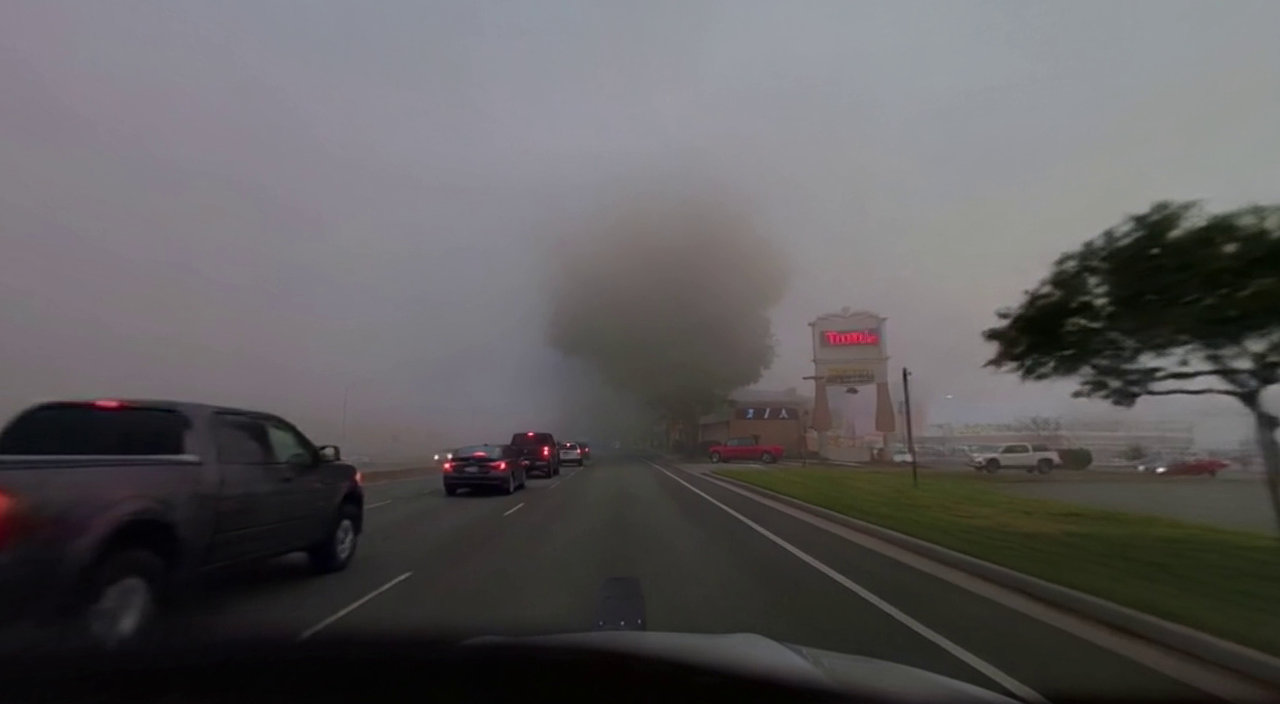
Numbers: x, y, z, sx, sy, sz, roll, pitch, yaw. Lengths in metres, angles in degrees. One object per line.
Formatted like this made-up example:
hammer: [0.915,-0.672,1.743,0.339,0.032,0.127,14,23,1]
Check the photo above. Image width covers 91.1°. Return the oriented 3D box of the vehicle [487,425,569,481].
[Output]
vehicle: [-4.712,4.372,27.501,2.664,2.122,6.124,0,-8,-2]

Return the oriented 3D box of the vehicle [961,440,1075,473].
vehicle: [21.789,6.041,36.405,5.120,1.817,2.154,-1,-8,8]

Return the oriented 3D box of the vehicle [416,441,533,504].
vehicle: [-4.155,3.082,16.606,2.113,1.446,4.309,0,-8,-3]

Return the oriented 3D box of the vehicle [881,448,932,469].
vehicle: [19.383,7.751,45.848,1.646,1.418,3.910,1,-8,-6]

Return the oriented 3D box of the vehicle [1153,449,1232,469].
vehicle: [41.385,8.033,47.147,1.904,1.443,4.535,0,-9,2]

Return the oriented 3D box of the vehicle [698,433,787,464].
vehicle: [5.901,5.662,36.692,4.813,1.622,2.110,-2,-11,3]

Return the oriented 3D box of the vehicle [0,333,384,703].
vehicle: [-4.145,1.163,4.957,2.222,1.899,5.006,0,-8,-1]
